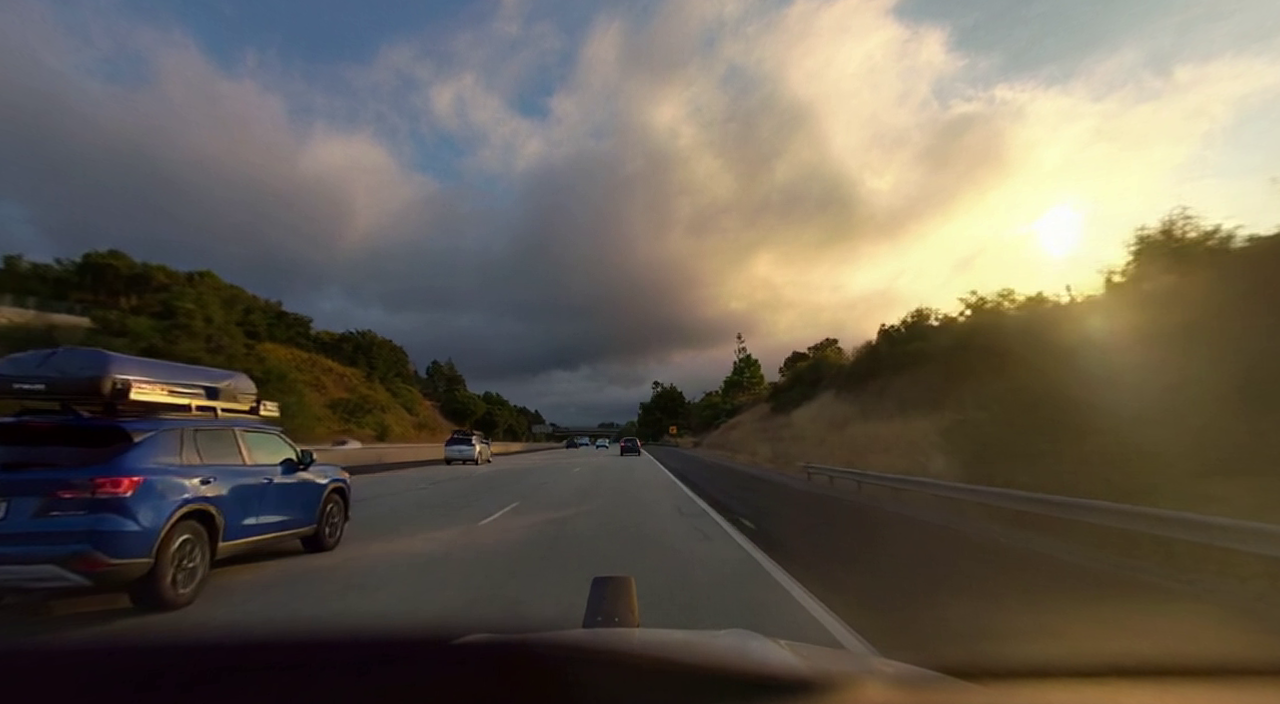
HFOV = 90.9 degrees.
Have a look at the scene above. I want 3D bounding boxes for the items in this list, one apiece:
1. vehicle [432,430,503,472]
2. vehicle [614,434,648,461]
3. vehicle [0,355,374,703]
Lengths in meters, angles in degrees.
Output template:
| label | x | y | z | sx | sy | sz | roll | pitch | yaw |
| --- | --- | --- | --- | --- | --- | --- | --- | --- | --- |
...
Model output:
| label | x | y | z | sx | sy | sz | roll | pitch | yaw |
| --- | --- | --- | --- | --- | --- | --- | --- | --- | --- |
| vehicle | -7.718 | 4.461 | 28.713 | 1.964 | 1.745 | 4.338 | 0 | -8 | 1 |
| vehicle | -0.603 | 6.406 | 42.514 | 2.178 | 1.658 | 3.916 | 0 | -8 | -1 |
| vehicle | -4.242 | 1.171 | 5.198 | 2.069 | 1.748 | 4.652 | 0 | -8 | 0 |
